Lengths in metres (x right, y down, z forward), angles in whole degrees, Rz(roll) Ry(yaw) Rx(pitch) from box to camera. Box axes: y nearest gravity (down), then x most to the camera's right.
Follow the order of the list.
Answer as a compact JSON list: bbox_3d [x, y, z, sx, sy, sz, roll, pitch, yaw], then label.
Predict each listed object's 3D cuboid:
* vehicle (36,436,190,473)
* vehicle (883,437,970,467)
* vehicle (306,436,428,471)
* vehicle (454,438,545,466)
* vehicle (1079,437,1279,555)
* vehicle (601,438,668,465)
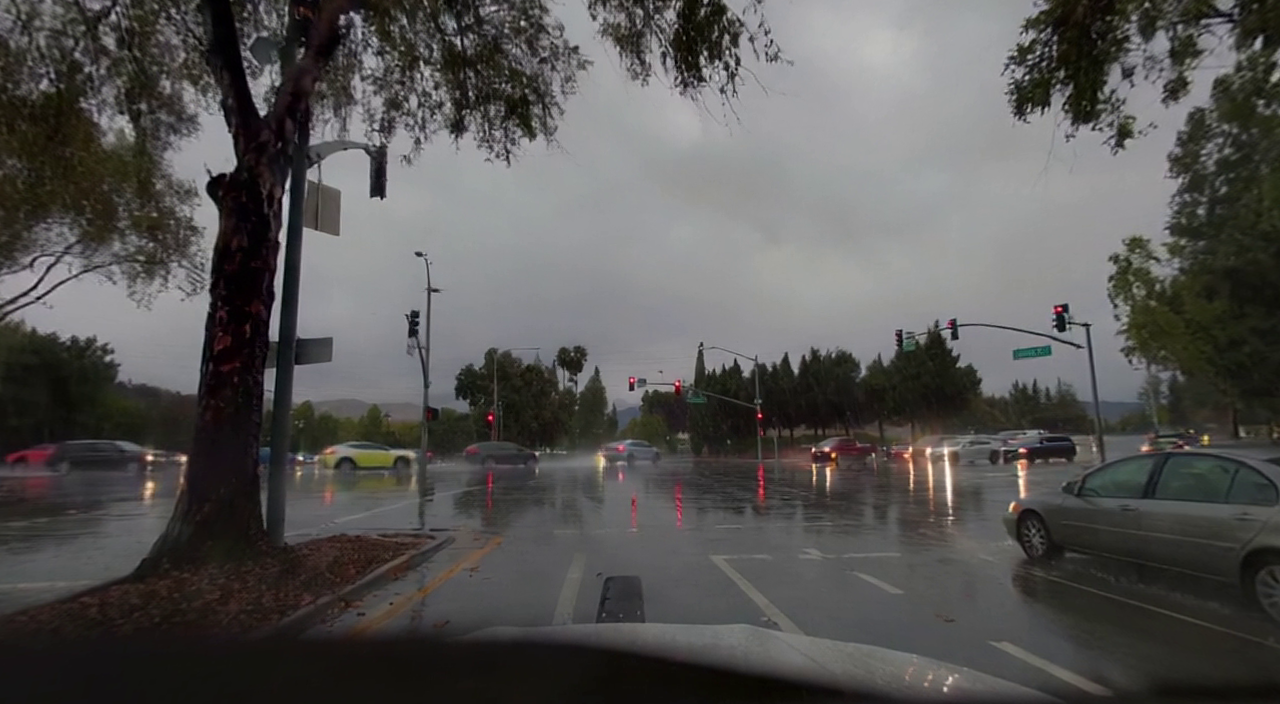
[{"bbox_3d":[-22.489,4.389,27.200,4.580,1.472,1.891,3,-9,-18],"label":"vehicle"},{"bbox_3d":[15.166,5.314,33.748,1.962,1.468,4.516,2,-9,-11],"label":"vehicle"},{"bbox_3d":[-12.288,4.578,28.558,4.849,1.476,1.935,4,-9,-26],"label":"vehicle"},{"bbox_3d":[-8.115,5.817,36.924,1.922,1.485,4.912,-8,-12,43],"label":"vehicle"},{"bbox_3d":[9.273,2.131,9.534,1.993,1.505,4.721,4,-9,0],"label":"vehicle"},{"bbox_3d":[-0.271,6.149,39.120,1.896,1.544,4.331,-6,-11,37],"label":"vehicle"}]
